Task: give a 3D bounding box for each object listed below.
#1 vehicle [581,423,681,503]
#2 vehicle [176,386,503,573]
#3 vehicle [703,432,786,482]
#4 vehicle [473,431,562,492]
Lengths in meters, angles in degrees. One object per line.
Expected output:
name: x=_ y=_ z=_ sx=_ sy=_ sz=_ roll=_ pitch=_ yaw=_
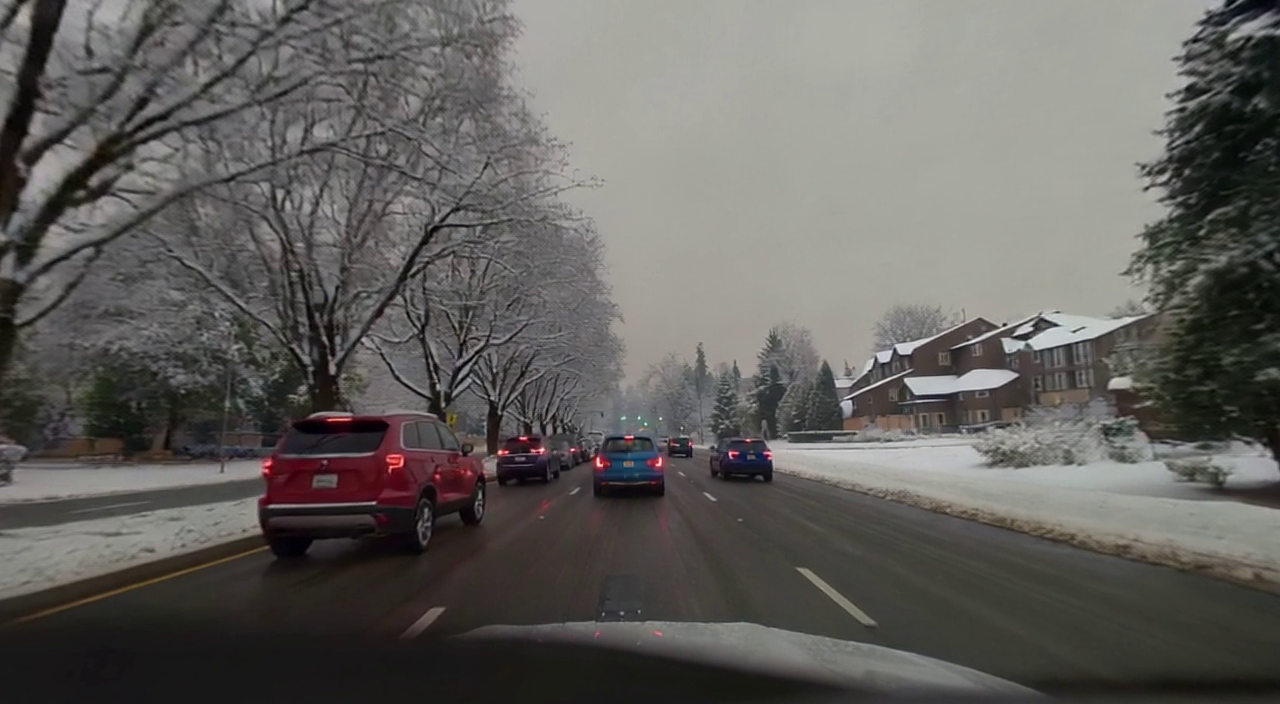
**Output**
vehicle: x=-0.221 y=2.664 z=15.529 sx=2.112 sy=1.693 sz=4.058 roll=0 pitch=-8 yaw=-1
vehicle: x=-3.655 y=1.678 z=9.054 sx=2.304 sy=1.928 sz=4.833 roll=0 pitch=-8 yaw=0
vehicle: x=3.762 y=3.889 z=23.653 sx=2.188 sy=1.685 sz=4.604 roll=0 pitch=-8 yaw=-2
vehicle: x=-3.693 y=3.388 z=19.904 sx=1.948 sy=1.668 sz=4.279 roll=0 pitch=-8 yaw=0
